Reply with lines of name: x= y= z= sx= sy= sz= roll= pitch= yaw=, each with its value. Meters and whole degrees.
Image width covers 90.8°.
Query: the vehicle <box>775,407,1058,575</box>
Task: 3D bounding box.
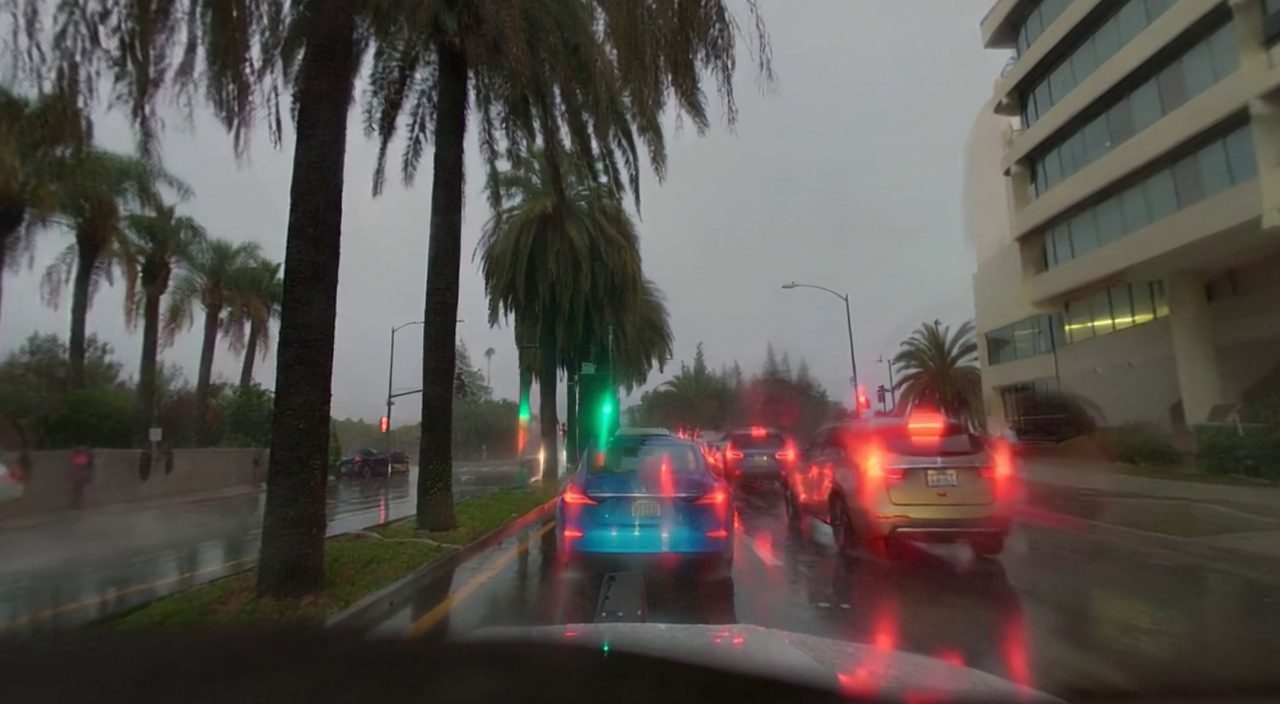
vehicle: x=3.339 y=1.770 z=8.802 sx=2.003 sy=1.733 sz=4.319 roll=0 pitch=-8 yaw=1

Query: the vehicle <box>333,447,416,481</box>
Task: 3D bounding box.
vehicle: x=-13.180 y=5.573 z=31.728 sx=1.965 sy=1.507 sz=4.725 roll=-1 pitch=-8 yaw=2

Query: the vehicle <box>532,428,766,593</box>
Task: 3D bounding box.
vehicle: x=0.127 y=1.718 z=7.713 sx=2.088 sy=1.452 sz=3.993 roll=-1 pitch=-8 yaw=2

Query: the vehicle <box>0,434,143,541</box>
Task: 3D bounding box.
vehicle: x=-13.055 y=2.721 z=12.288 sx=2.240 sy=1.964 sz=5.707 roll=-6 pitch=-8 yaw=0
